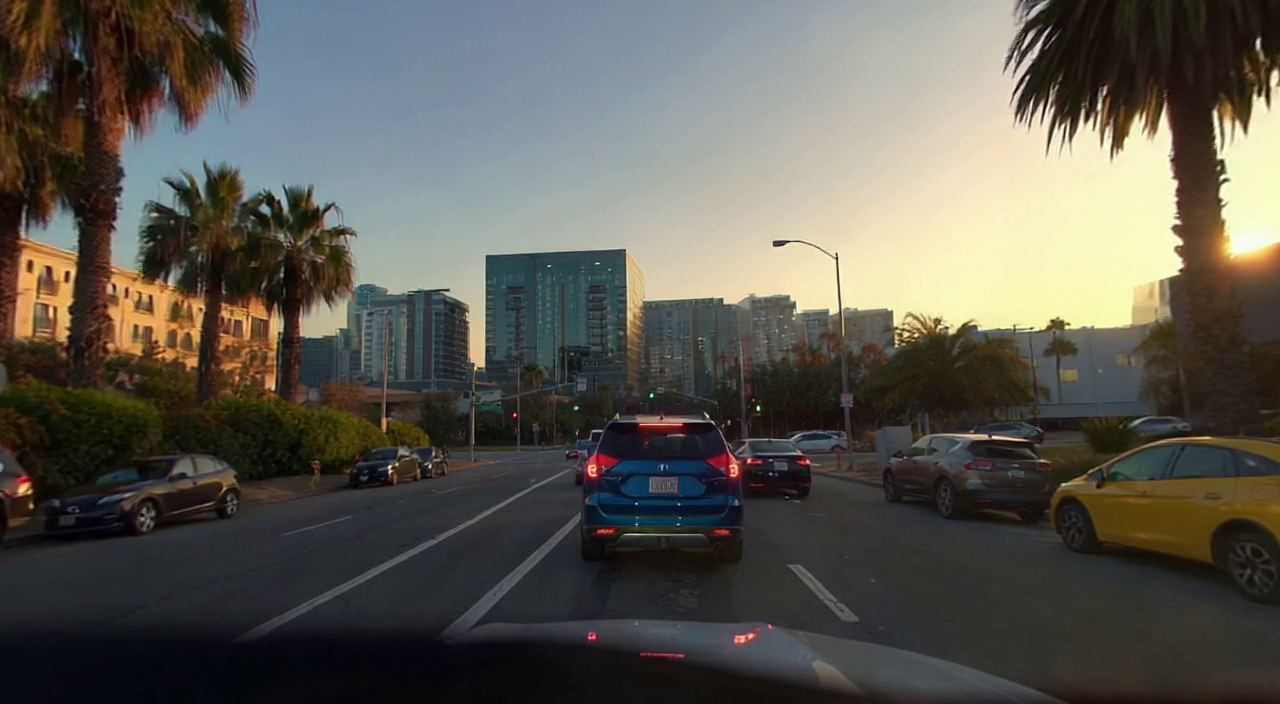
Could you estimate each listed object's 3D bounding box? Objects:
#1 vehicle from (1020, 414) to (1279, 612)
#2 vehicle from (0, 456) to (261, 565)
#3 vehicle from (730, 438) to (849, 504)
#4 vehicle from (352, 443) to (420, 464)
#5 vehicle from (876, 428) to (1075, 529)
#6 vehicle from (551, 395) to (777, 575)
[{"bbox_3d":[6.434,1.594,6.928,1.935,1.672,4.139,0,-8,1],"label":"vehicle"},{"bbox_3d":[-9.580,2.806,11.896,2.054,1.467,4.595,-3,-8,0],"label":"vehicle"},{"bbox_3d":[3.747,3.058,16.725,2.021,1.480,4.402,0,-8,0],"label":"vehicle"},{"bbox_3d":[-18.726,7.490,46.653,1.759,1.457,4.297,-7,-11,38],"label":"vehicle"},{"bbox_3d":[6.669,2.527,13.235,1.930,1.736,4.329,-1,-8,3],"label":"vehicle"},{"bbox_3d":[0.258,1.658,8.562,2.264,1.798,4.258,0,-8,1],"label":"vehicle"}]
